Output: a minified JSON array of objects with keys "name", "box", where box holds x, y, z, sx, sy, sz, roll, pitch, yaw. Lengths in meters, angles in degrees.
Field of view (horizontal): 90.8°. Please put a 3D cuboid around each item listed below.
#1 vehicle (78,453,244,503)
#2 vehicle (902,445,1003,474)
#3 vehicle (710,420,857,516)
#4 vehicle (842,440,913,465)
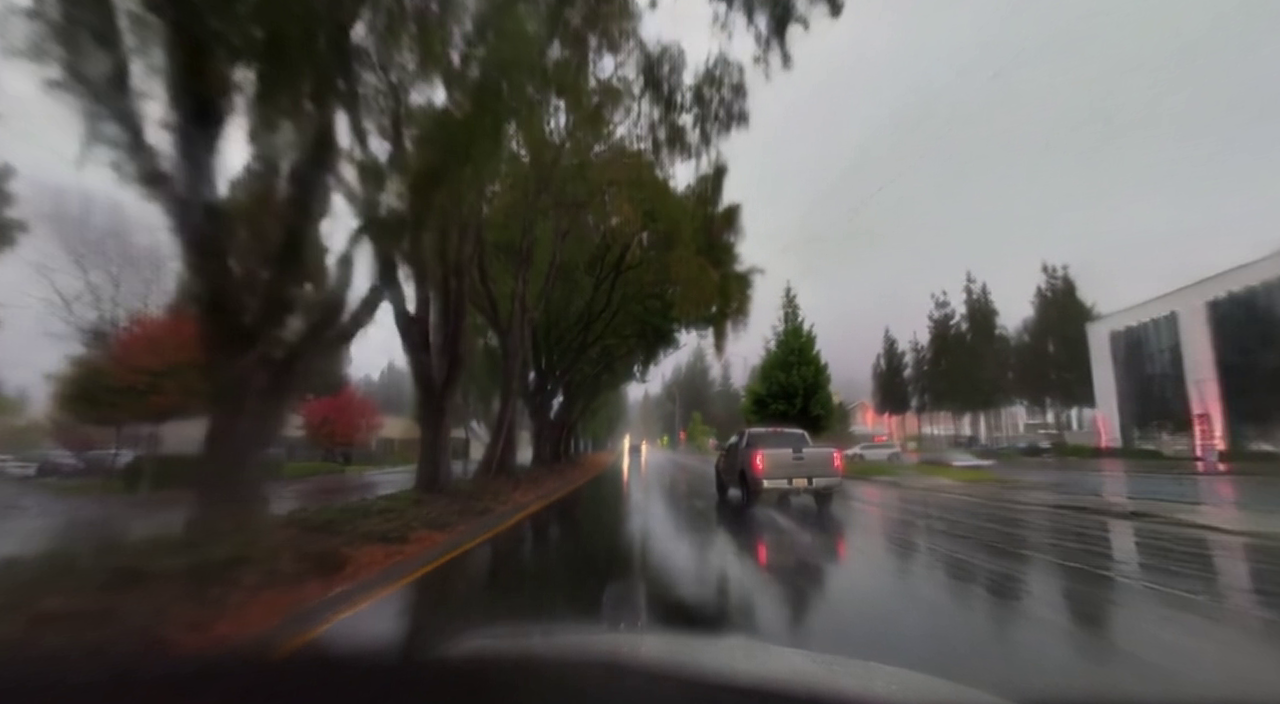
[{"name":"vehicle","box":[-19.062,4.989,25.264,5.074,1.804,2.283,-1,-8,10]},{"name":"vehicle","box":[16.932,5.809,34.432,4.721,1.462,2.028,-4,-9,25]},{"name":"vehicle","box":[3.070,2.620,14.871,2.138,1.836,5.245,0,-8,-1]},{"name":"vehicle","box":[17.528,7.367,46.651,4.747,1.761,2.043,-3,-9,22]}]
